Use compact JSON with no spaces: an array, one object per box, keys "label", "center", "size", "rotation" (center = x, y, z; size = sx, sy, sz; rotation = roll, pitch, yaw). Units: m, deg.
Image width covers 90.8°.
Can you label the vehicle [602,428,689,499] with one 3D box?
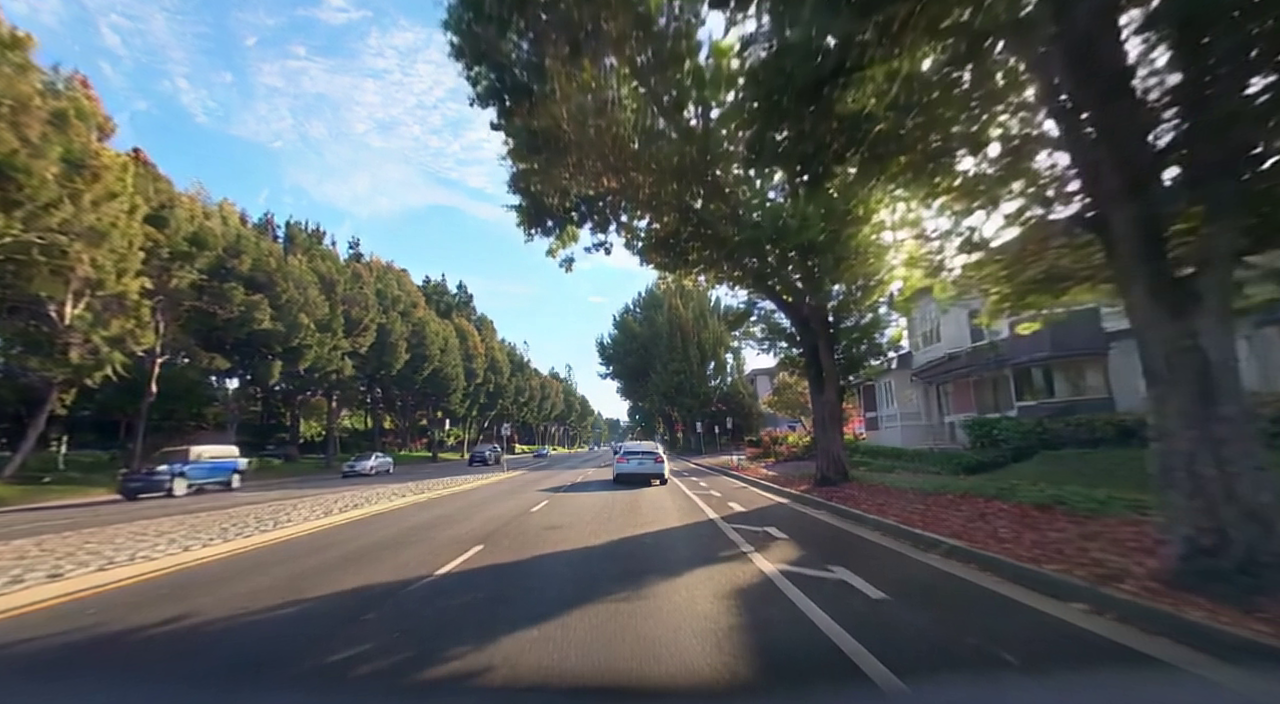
[{"label":"vehicle","center":[0.127,2.965,17.134],"size":[2.094,1.682,3.866],"rotation":[0,-9,0]}]

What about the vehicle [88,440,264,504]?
[{"label":"vehicle","center":[-15.546,4.010,21.657],"size":[2.283,1.880,4.960],"rotation":[0,-9,0]}]

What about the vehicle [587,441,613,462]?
[{"label":"vehicle","center":[-3.052,7.668,48.760],"size":[1.879,1.494,3.626],"rotation":[0,-9,-2]}]

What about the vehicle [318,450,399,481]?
[{"label":"vehicle","center":[-15.207,6.117,34.442],"size":[2.124,1.542,4.702],"rotation":[0,-9,2]}]

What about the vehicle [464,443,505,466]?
[{"label":"vehicle","center":[-12.210,8.027,49.824],"size":[2.143,1.711,4.477],"rotation":[0,-9,0]}]
